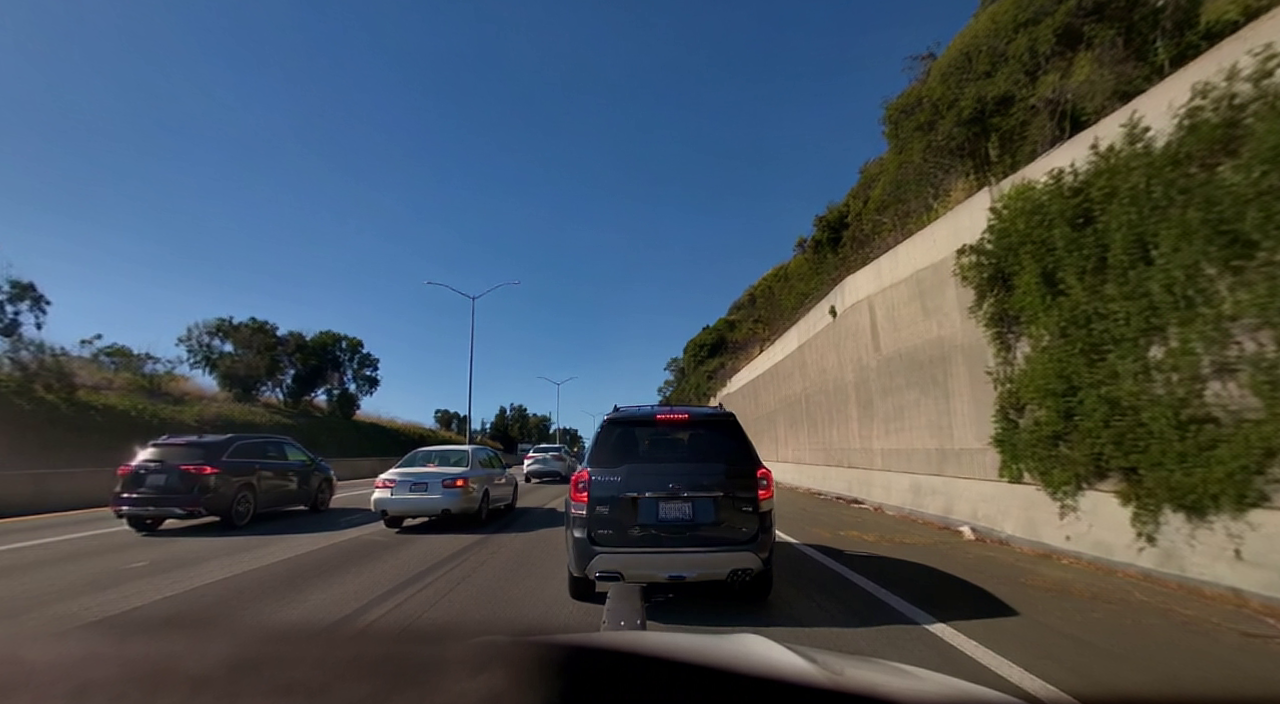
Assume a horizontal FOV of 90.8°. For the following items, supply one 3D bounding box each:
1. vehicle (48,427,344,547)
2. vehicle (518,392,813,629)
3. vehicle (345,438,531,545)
[{"bbox_3d":[-7.487,2.297,11.422,1.986,1.700,4.558,0,-9,0],"label":"vehicle"},{"bbox_3d":[0.155,1.596,7.474,2.210,1.760,5.303,0,-9,-1],"label":"vehicle"},{"bbox_3d":[-3.242,2.313,11.070,1.917,1.506,3.949,0,-9,1],"label":"vehicle"}]
